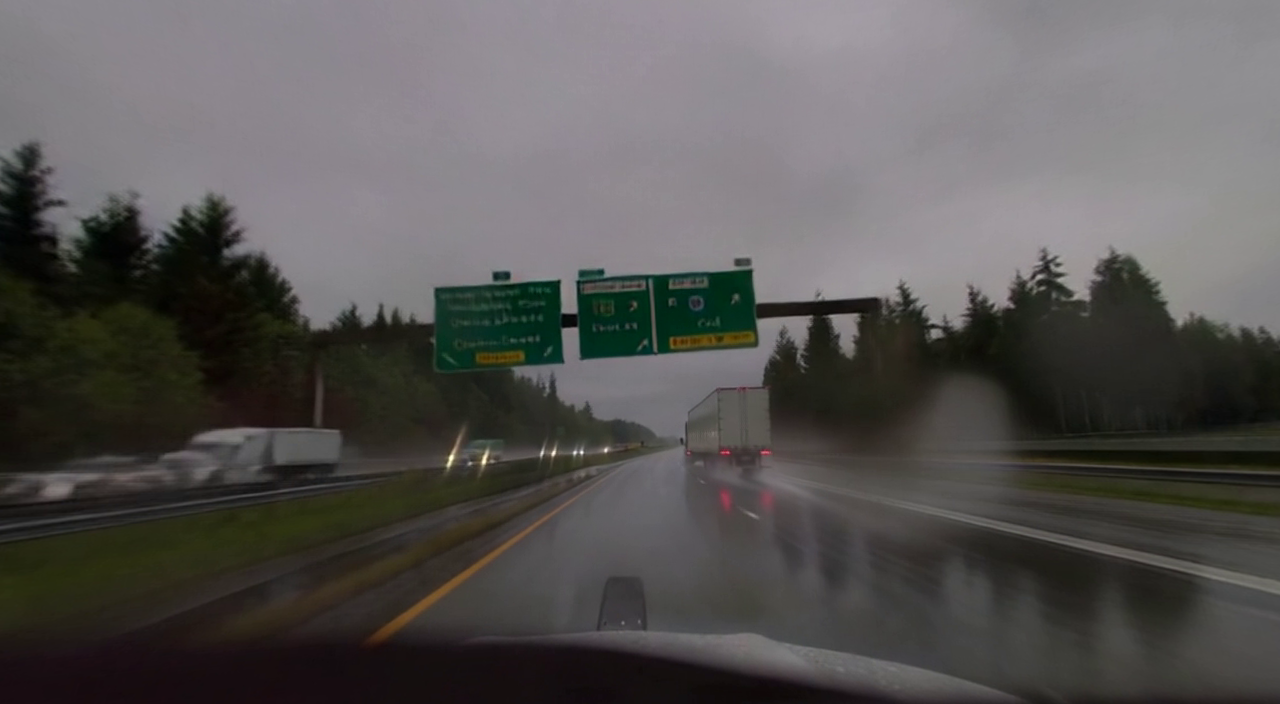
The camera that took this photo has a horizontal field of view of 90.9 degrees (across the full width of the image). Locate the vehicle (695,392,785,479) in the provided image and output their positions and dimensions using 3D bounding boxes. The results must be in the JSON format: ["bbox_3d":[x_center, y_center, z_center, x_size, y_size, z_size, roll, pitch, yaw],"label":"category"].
[{"bbox_3d":[5.160,4.888,35.864,2.859,3.984,14.045,0,-9,0],"label":"vehicle"}]

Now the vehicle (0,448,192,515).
[{"bbox_3d":[-15.645,3.626,18.217,2.040,1.659,4.491,0,-9,0],"label":"vehicle"}]

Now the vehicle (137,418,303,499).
[{"bbox_3d":[-15.666,4.008,24.061,2.493,2.709,5.288,0,-9,1],"label":"vehicle"}]
